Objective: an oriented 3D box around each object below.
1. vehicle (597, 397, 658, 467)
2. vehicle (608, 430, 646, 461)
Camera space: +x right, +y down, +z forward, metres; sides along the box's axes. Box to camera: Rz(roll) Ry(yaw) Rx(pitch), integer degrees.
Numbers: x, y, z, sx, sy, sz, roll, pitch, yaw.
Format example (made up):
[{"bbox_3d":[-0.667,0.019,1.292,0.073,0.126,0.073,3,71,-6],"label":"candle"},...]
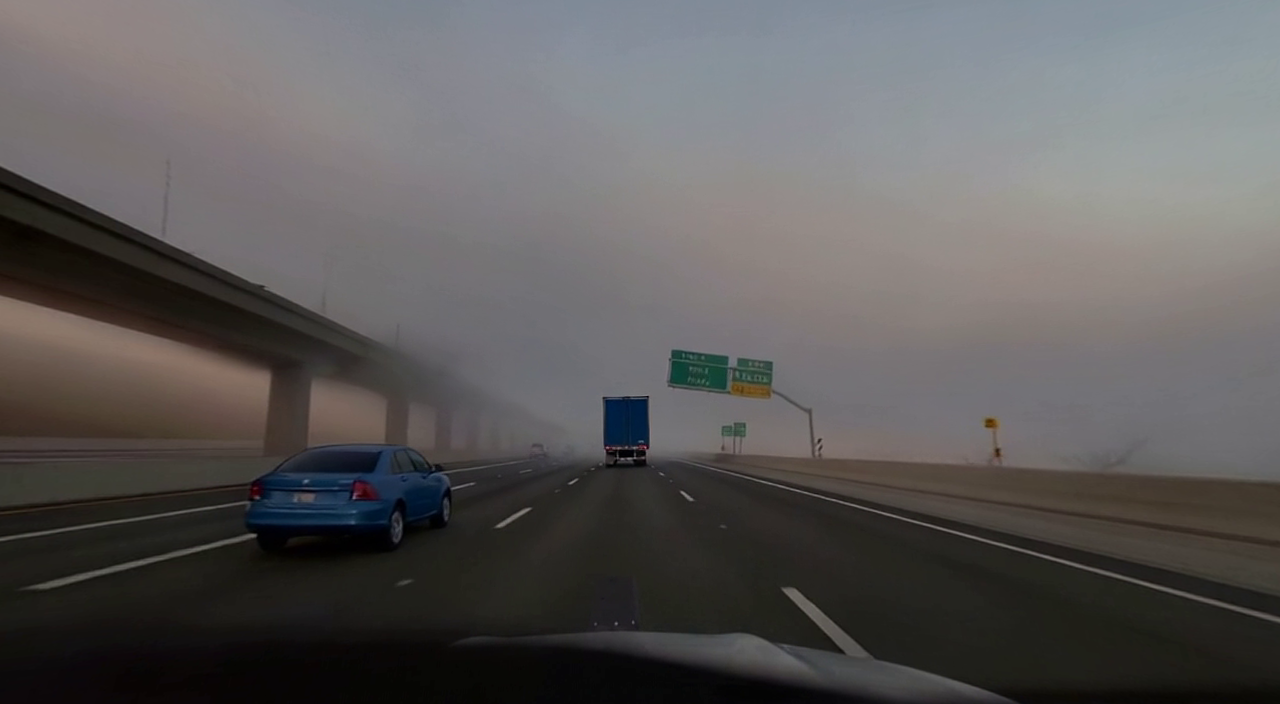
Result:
[{"bbox_3d":[-0.620,5.126,39.547,3.233,3.678,11.032,1,-9,1],"label":"vehicle"},{"bbox_3d":[-0.731,5.385,36.520,2.052,1.666,4.358,0,-8,-1],"label":"vehicle"}]
